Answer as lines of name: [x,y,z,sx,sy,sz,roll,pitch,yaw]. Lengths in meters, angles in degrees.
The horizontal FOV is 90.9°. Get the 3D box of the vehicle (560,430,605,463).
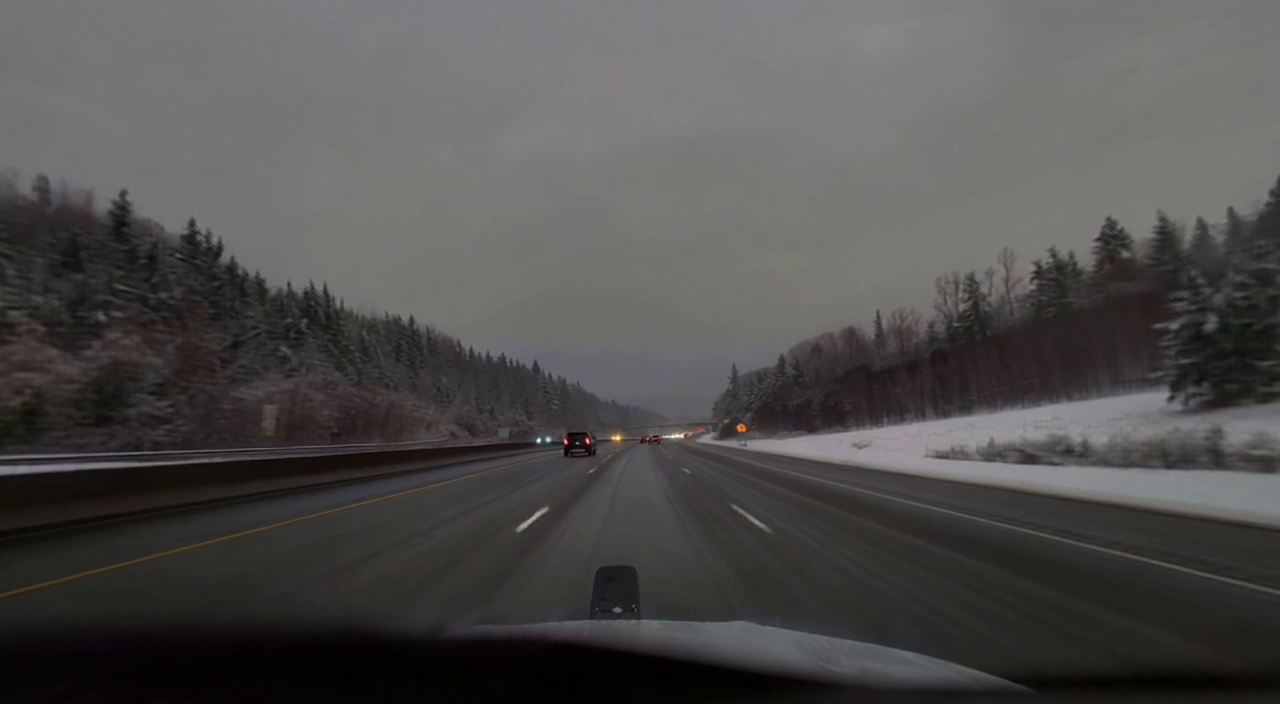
vehicle: [-3.088,5.163,34.660,2.084,1.654,4.080,0,-8,0]
